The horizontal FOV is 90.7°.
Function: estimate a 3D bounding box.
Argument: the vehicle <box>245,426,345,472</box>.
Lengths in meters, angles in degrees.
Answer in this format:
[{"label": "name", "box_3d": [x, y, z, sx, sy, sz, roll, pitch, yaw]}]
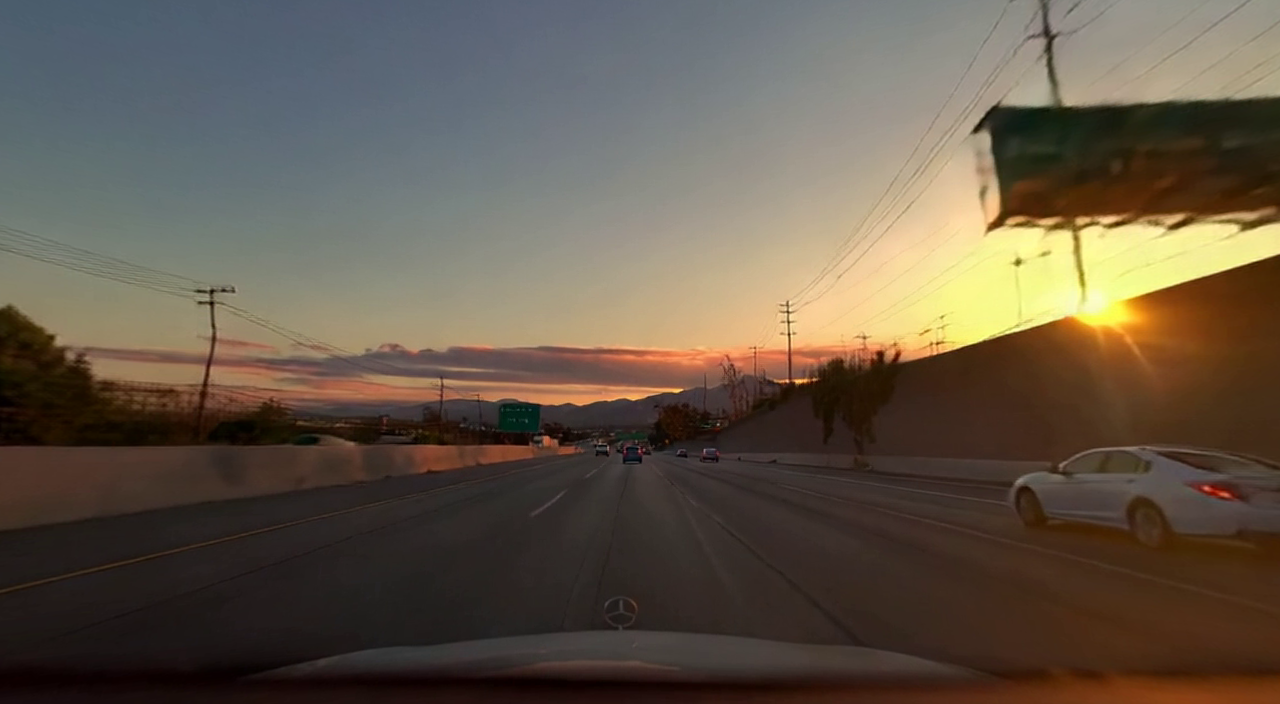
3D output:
[{"label": "vehicle", "box_3d": [-20.334, 5.756, 37.731, 2.317, 2.445, 6.428, 0, -8, 0]}]

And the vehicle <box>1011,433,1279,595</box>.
[{"label": "vehicle", "box_3d": [6.697, 1.739, 7.587, 1.876, 1.451, 4.154, 0, -8, -1]}]

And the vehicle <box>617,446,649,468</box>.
[{"label": "vehicle", "box_3d": [-0.517, 7.333, 44.343, 2.109, 1.489, 4.027, 0, -8, -1]}]
